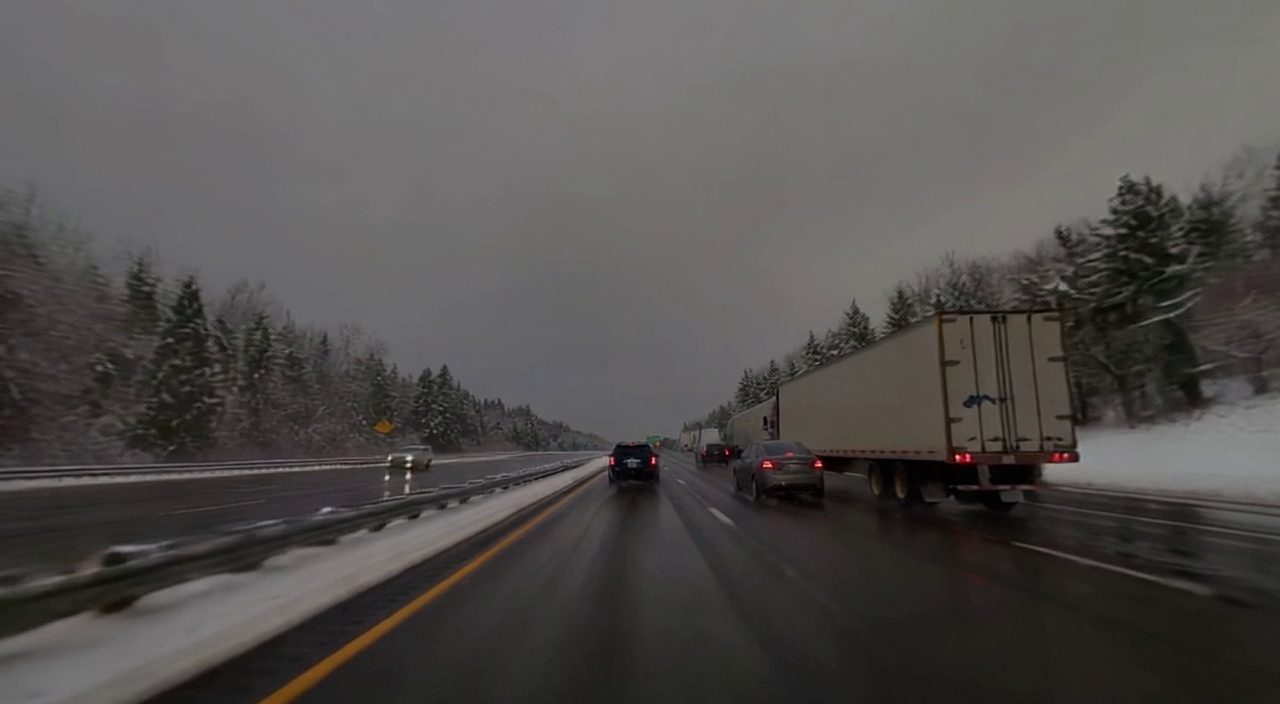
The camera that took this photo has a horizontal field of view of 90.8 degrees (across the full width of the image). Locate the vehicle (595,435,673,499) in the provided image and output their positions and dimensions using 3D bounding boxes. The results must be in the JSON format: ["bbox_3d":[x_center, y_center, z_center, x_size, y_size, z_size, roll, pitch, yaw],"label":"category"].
[{"bbox_3d":[-0.136,3.242,18.121,2.023,1.618,3.628,0,-9,1],"label":"vehicle"}]

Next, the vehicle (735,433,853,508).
[{"bbox_3d":[3.645,2.884,15.696,1.920,1.594,3.867,0,-9,0],"label":"vehicle"}]

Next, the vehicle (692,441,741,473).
[{"bbox_3d":[4.181,5.845,35.226,2.150,1.632,4.260,0,-9,-1],"label":"vehicle"}]

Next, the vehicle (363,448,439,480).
[{"bbox_3d":[-11.927,5.617,31.819,2.189,1.486,4.091,0,-9,1],"label":"vehicle"}]

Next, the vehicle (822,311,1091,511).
[{"bbox_3d":[7.624,1.805,17.109,2.823,4.063,8.485,0,-9,0],"label":"vehicle"}]
